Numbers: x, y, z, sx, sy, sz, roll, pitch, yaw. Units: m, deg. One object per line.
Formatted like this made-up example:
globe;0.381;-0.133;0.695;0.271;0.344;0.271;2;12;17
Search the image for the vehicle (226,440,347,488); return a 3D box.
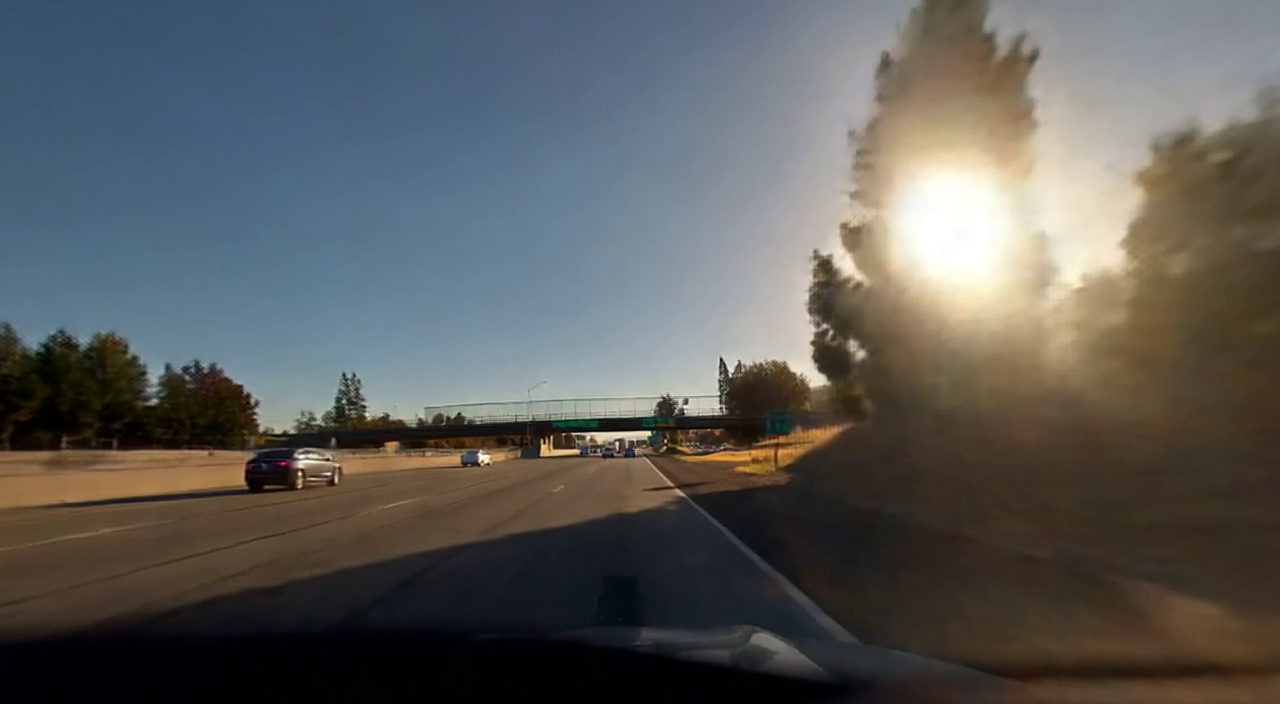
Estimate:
vehicle;-14.536;4.629;26.446;2.049;1.792;5.177;0;-9;0
